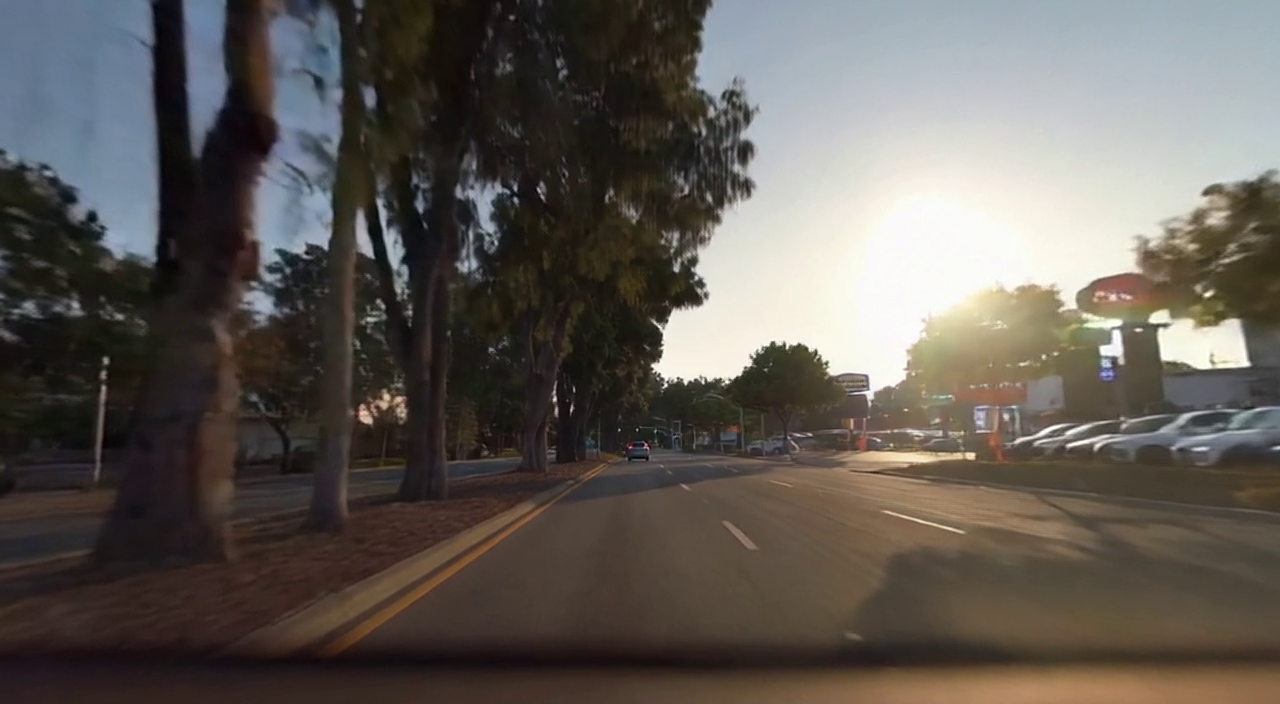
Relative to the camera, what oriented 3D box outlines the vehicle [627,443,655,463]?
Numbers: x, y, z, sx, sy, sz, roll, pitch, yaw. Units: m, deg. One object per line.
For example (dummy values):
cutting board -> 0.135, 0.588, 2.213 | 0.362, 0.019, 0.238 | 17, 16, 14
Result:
vehicle -> 0.038, 7.942, 49.909 | 2.159, 1.461, 4.142 | 0, -8, -1
